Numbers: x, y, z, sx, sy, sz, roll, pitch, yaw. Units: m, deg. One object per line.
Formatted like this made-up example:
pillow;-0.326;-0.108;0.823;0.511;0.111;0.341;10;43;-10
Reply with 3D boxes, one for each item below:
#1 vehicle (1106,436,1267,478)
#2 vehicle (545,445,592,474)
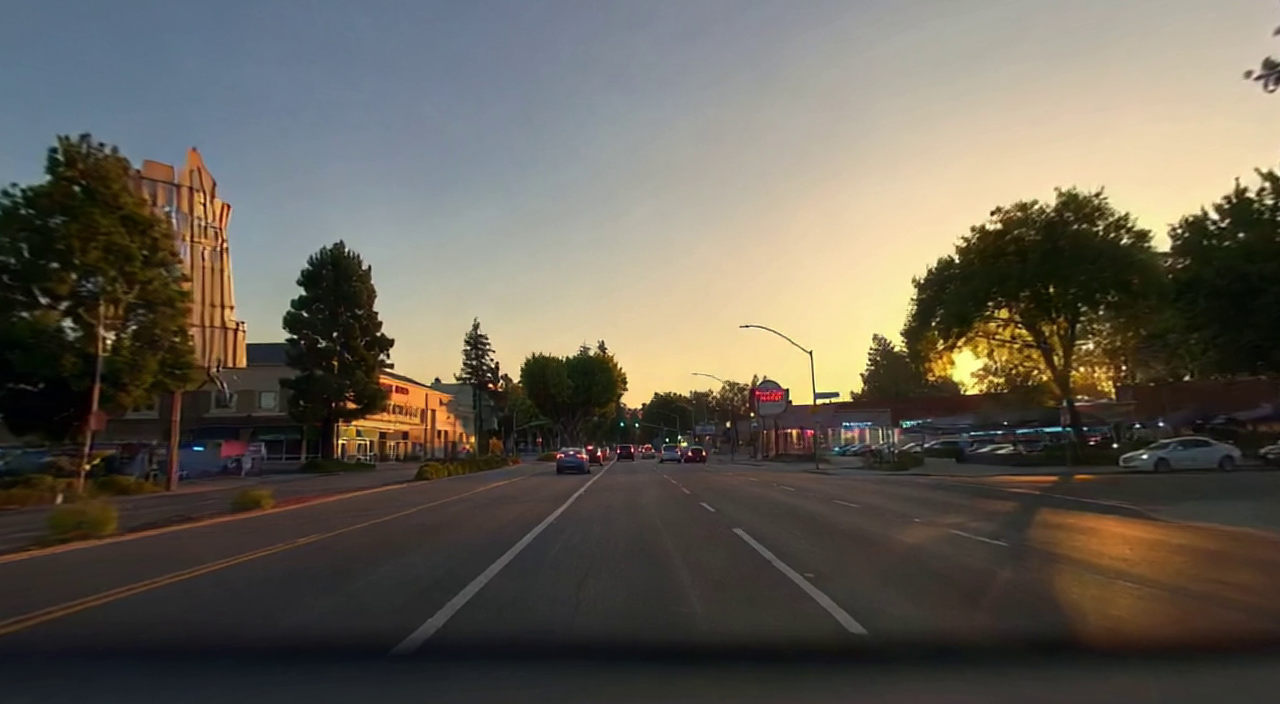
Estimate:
vehicle;21.477;4.124;24.972;4.551;1.555;2.018;0;-9;-3
vehicle;-3.839;5.862;34.688;2.097;1.497;4.571;0;-9;0
